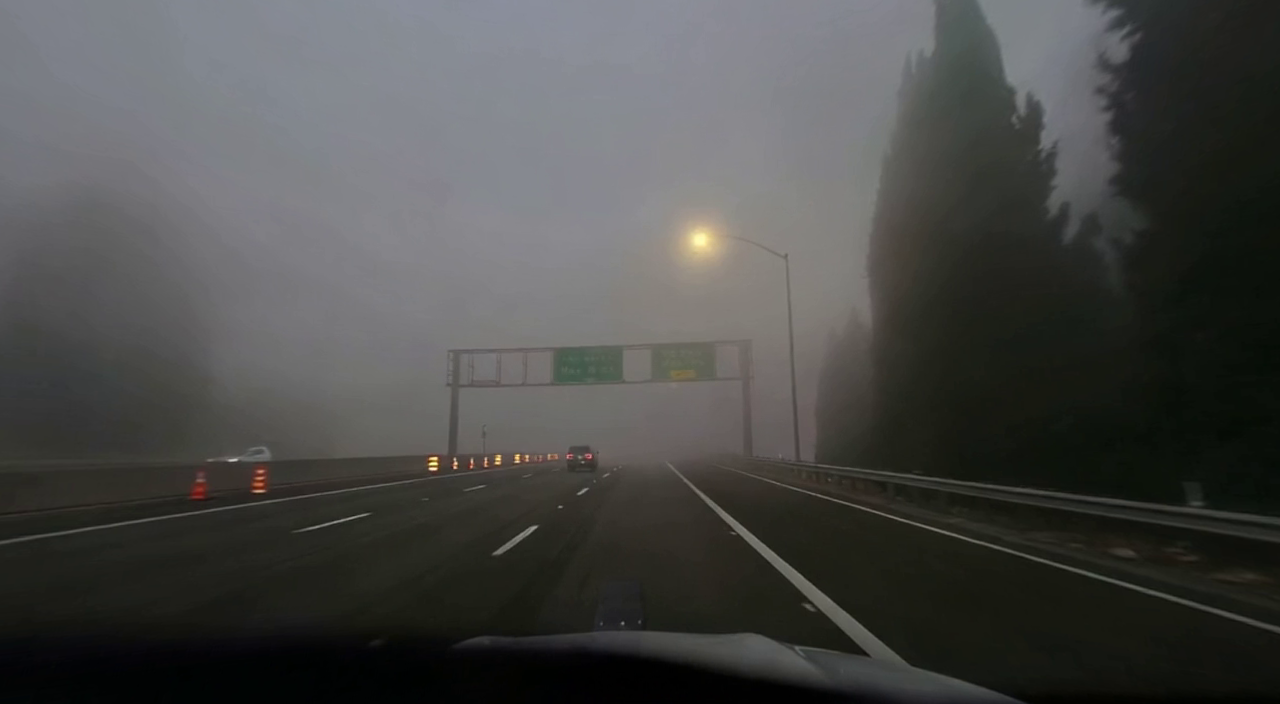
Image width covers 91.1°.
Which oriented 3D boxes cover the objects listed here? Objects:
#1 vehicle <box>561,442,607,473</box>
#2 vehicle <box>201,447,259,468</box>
[{"bbox_3d":[-3.056,5.852,34.987,2.078,1.629,4.059,0,-8,1],"label":"vehicle"},{"bbox_3d":[-27.490,7.067,42.164,1.532,1.374,3.384,0,-8,0],"label":"vehicle"}]
